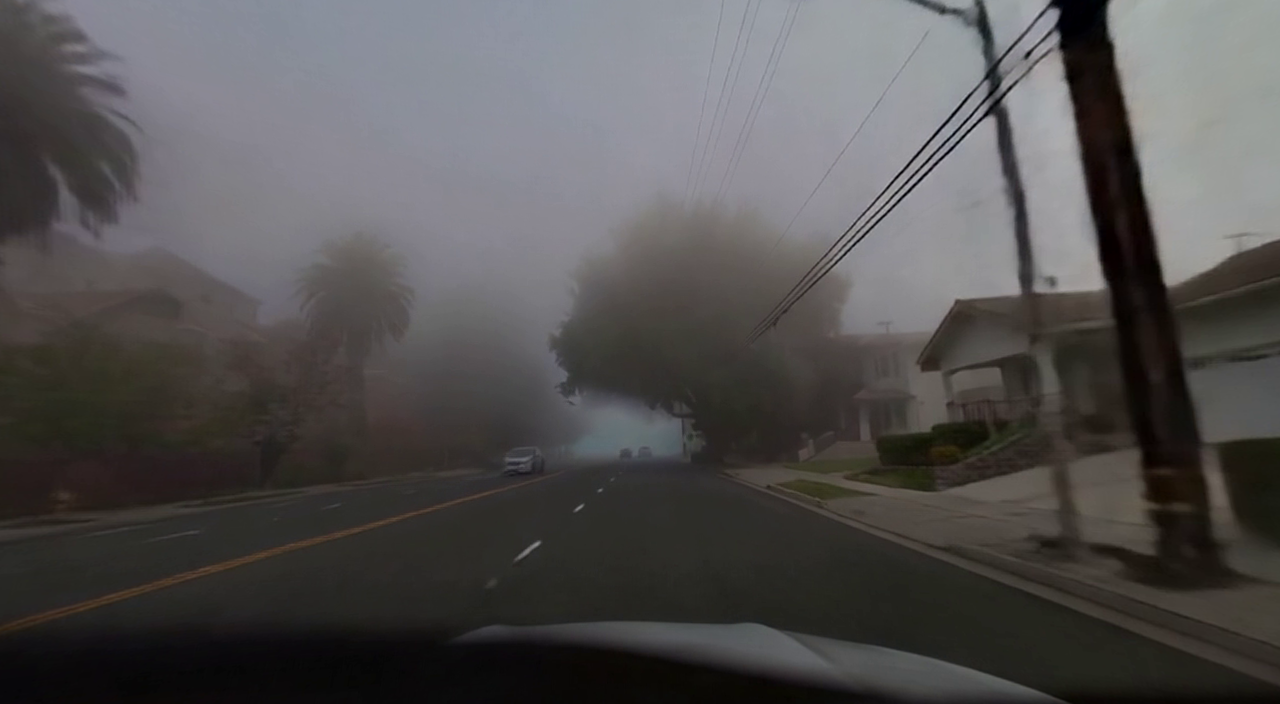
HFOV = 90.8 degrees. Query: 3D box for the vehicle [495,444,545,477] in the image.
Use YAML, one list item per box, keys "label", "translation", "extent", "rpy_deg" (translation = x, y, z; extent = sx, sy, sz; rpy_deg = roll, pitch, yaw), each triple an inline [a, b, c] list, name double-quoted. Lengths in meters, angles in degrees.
- label: "vehicle"
  translation: [-7.024, 6.374, 37.453]
  extent: [1.992, 1.802, 4.602]
  rpy_deg: [0, -8, 1]
